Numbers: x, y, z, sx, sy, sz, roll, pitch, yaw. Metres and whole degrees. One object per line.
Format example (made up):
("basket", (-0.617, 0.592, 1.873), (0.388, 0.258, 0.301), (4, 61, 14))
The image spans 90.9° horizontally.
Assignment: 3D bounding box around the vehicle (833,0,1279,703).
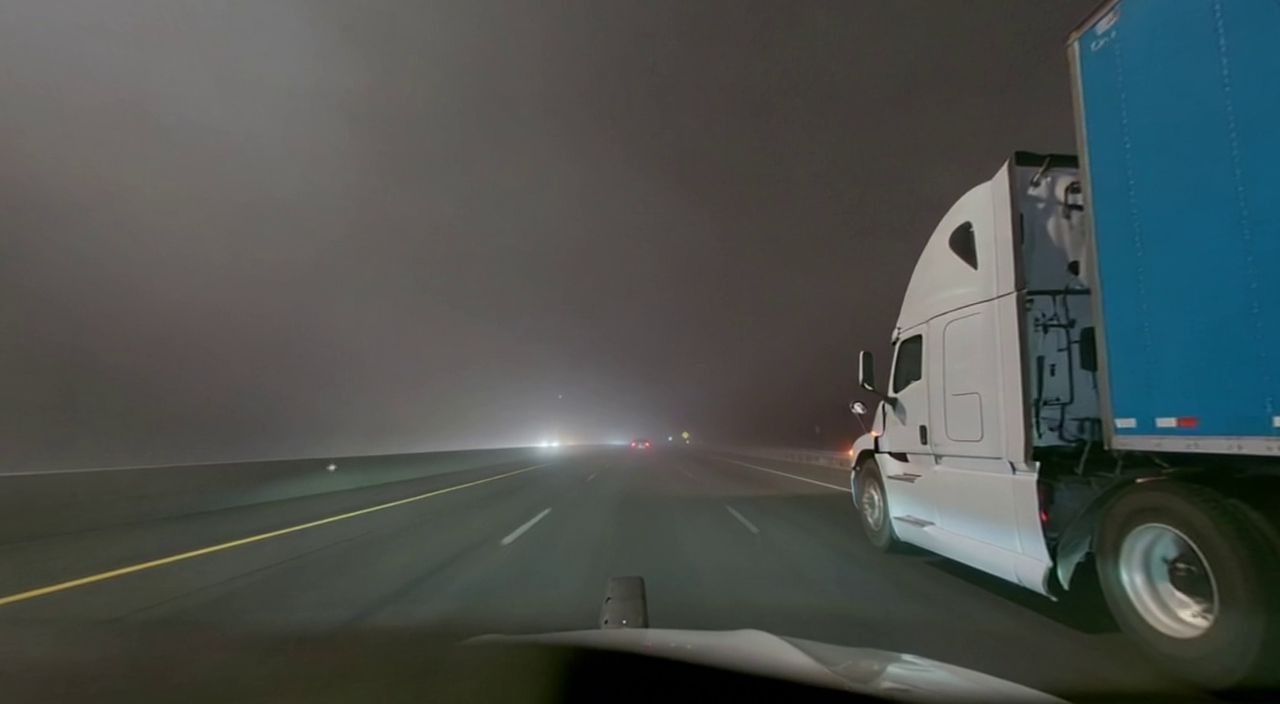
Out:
("vehicle", (3.621, -0.224, 2.102), (3.012, 3.768, 8.945), (0, -8, 0))
